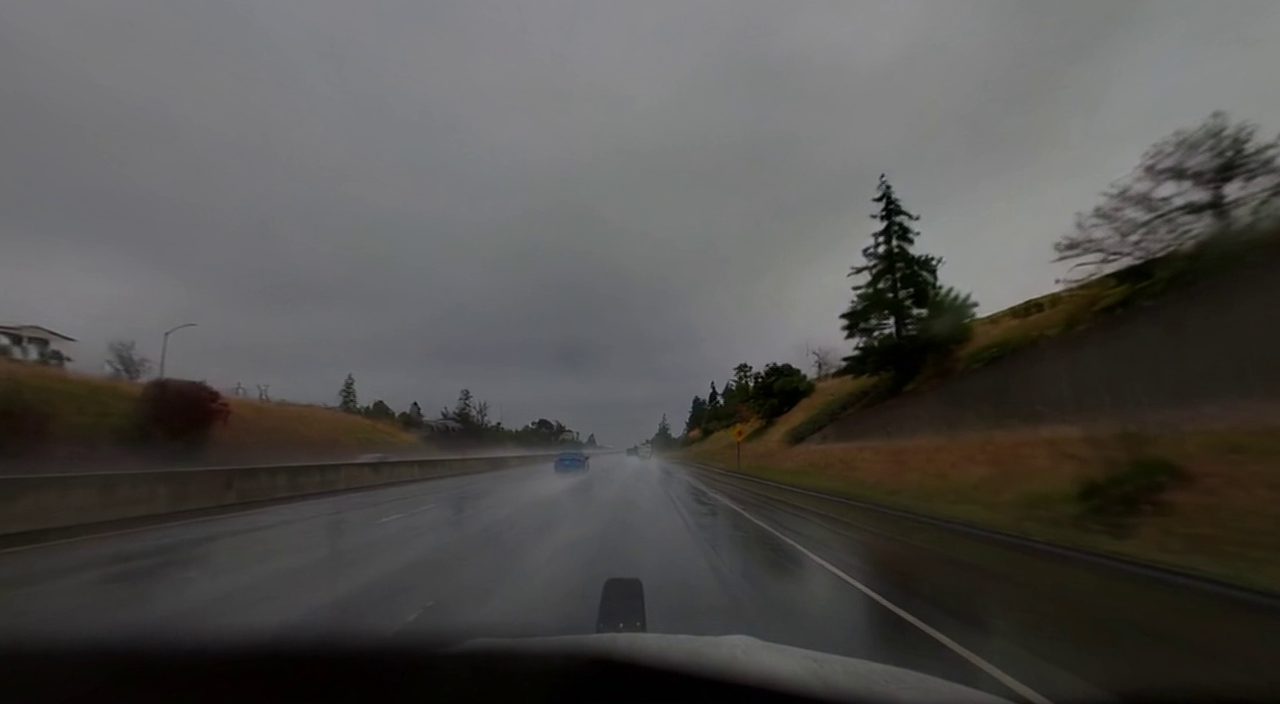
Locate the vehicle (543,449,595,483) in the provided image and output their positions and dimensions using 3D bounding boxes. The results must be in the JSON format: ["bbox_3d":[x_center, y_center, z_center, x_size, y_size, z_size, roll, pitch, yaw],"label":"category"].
[{"bbox_3d":[-3.324,5.444,30.327,1.978,1.498,4.080,0,-9,0],"label":"vehicle"}]
